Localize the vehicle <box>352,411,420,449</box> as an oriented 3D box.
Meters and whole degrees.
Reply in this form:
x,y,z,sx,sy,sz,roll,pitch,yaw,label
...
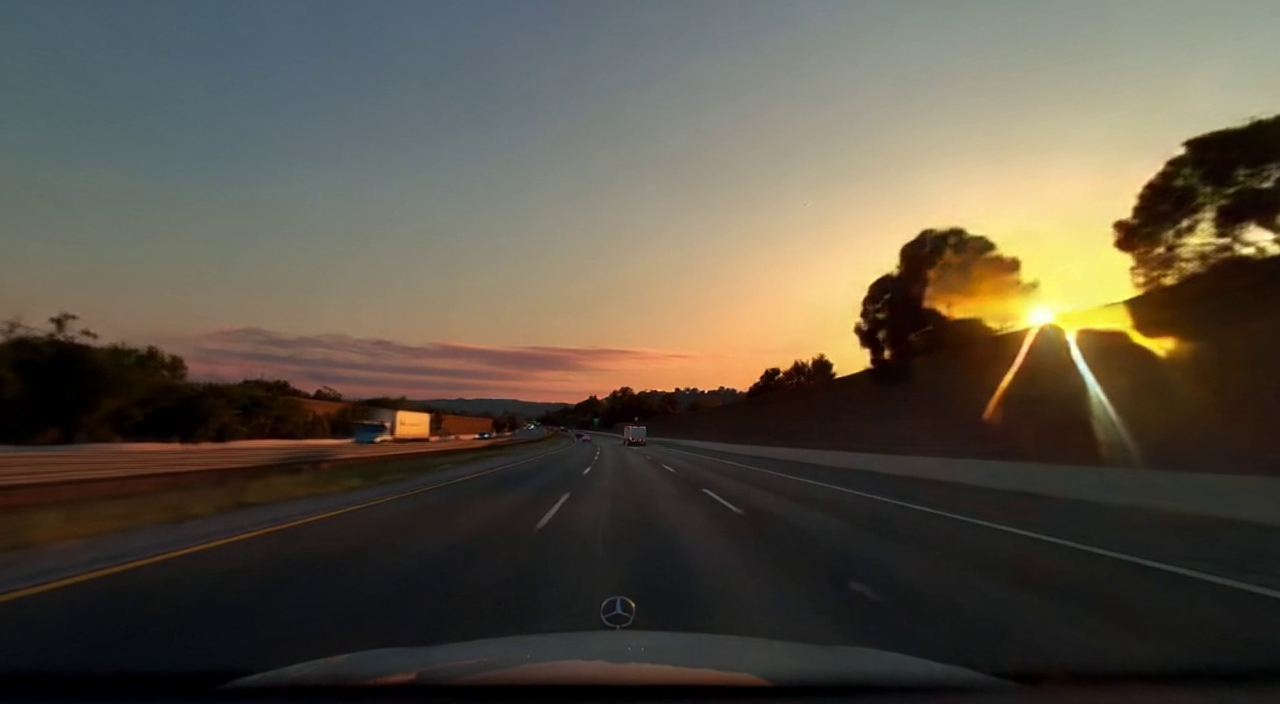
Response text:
x,y,z,sx,sy,sz,roll,pitch,yaw,label
-17.422,5.453,43.555,2.344,2.468,5.976,0,-8,-2,vehicle
